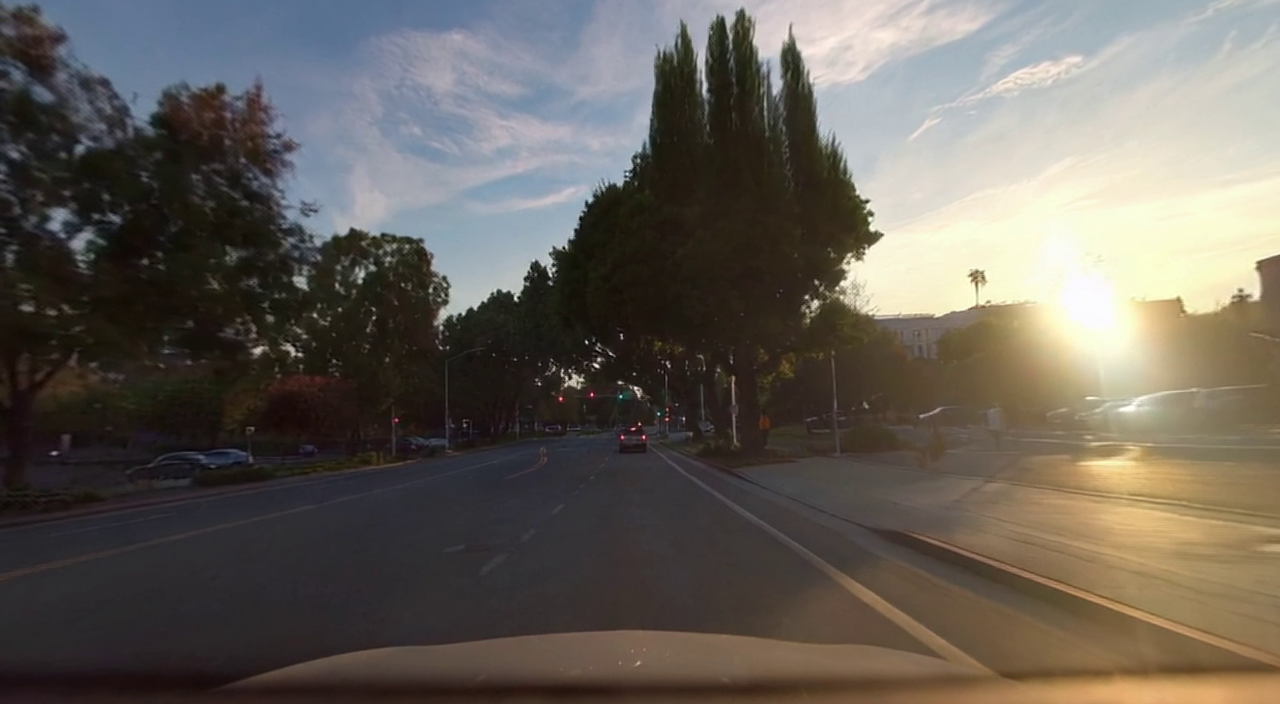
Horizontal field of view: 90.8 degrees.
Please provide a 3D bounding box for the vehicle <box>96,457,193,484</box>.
[{"bbox_3d":[-29.721,7.105,38.014,3.921,1.526,2.156,1,-8,-6],"label":"vehicle"}]

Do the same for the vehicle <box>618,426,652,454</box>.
[{"bbox_3d":[-0.374,6.097,43.689,2.228,1.790,4.180,0,-8,-1],"label":"vehicle"}]

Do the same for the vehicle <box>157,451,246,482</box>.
[{"bbox_3d":[-29.819,7.776,43.029,4.497,1.590,2.029,4,-6,1],"label":"vehicle"}]
